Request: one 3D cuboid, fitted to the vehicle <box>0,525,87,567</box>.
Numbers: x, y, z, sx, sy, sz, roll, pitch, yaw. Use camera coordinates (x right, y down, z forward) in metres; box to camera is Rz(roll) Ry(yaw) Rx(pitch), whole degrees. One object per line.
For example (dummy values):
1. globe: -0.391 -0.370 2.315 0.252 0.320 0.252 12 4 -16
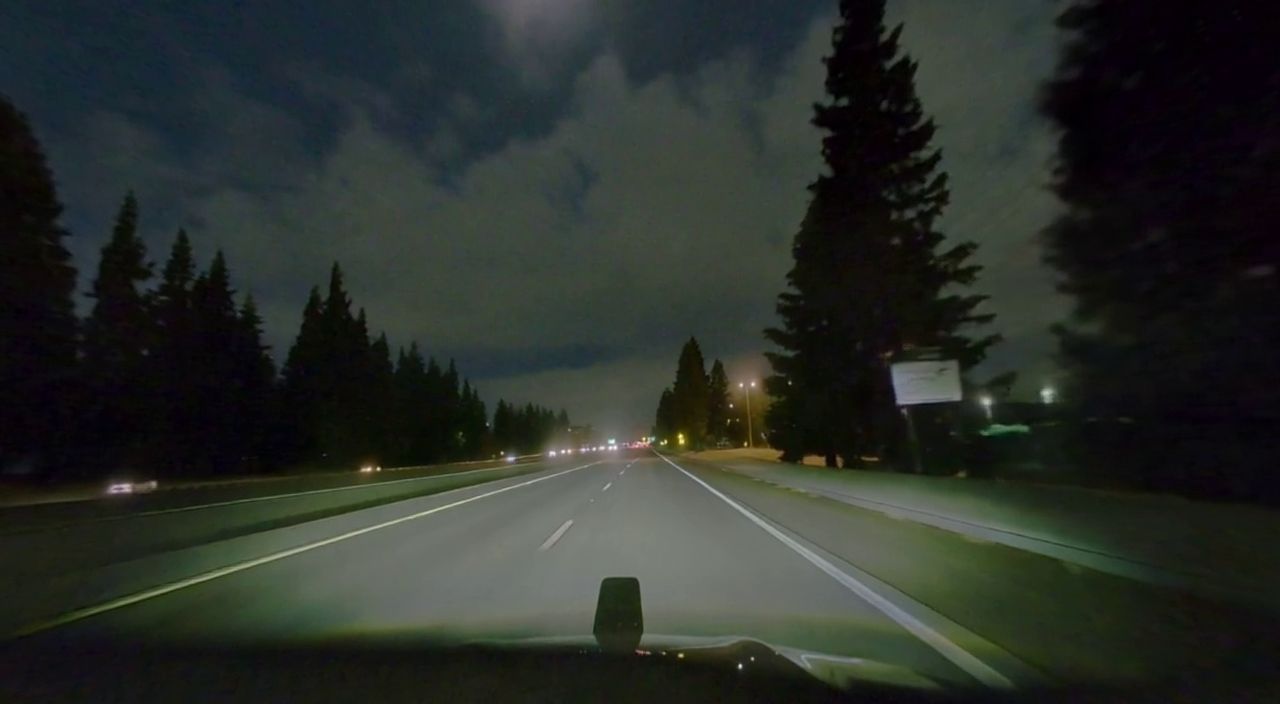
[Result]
1. vehicle: -30.841 9.708 31.577 1.775 1.530 4.579 -2 -10 3
